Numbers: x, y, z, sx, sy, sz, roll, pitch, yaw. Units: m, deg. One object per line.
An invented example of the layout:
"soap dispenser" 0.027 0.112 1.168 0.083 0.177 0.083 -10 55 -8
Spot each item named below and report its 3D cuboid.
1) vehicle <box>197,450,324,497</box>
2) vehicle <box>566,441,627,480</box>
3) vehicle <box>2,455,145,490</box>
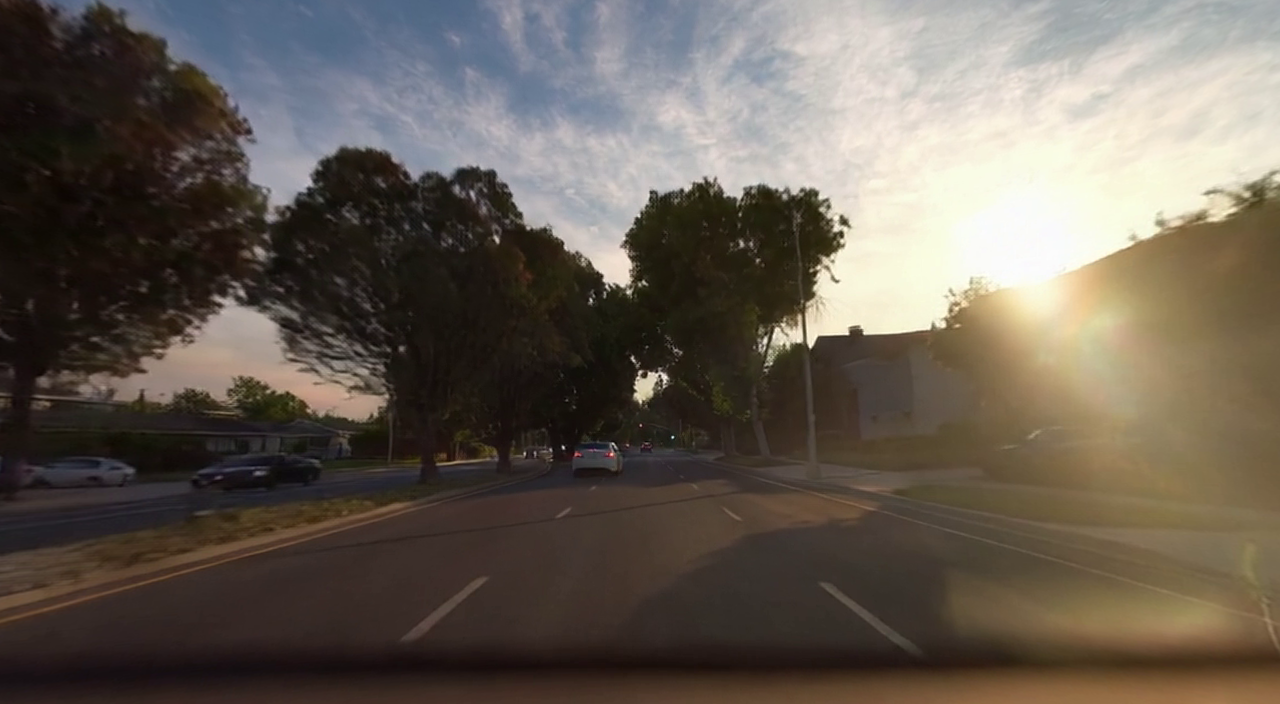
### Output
"vehicle" -13.643 4.356 23.012 1.939 1.537 4.269 0 -9 0
"vehicle" -1.787 4.685 27.400 2.106 1.517 4.375 0 -9 3
"vehicle" -26.401 5.615 29.487 4.586 1.492 1.884 1 -9 -7
